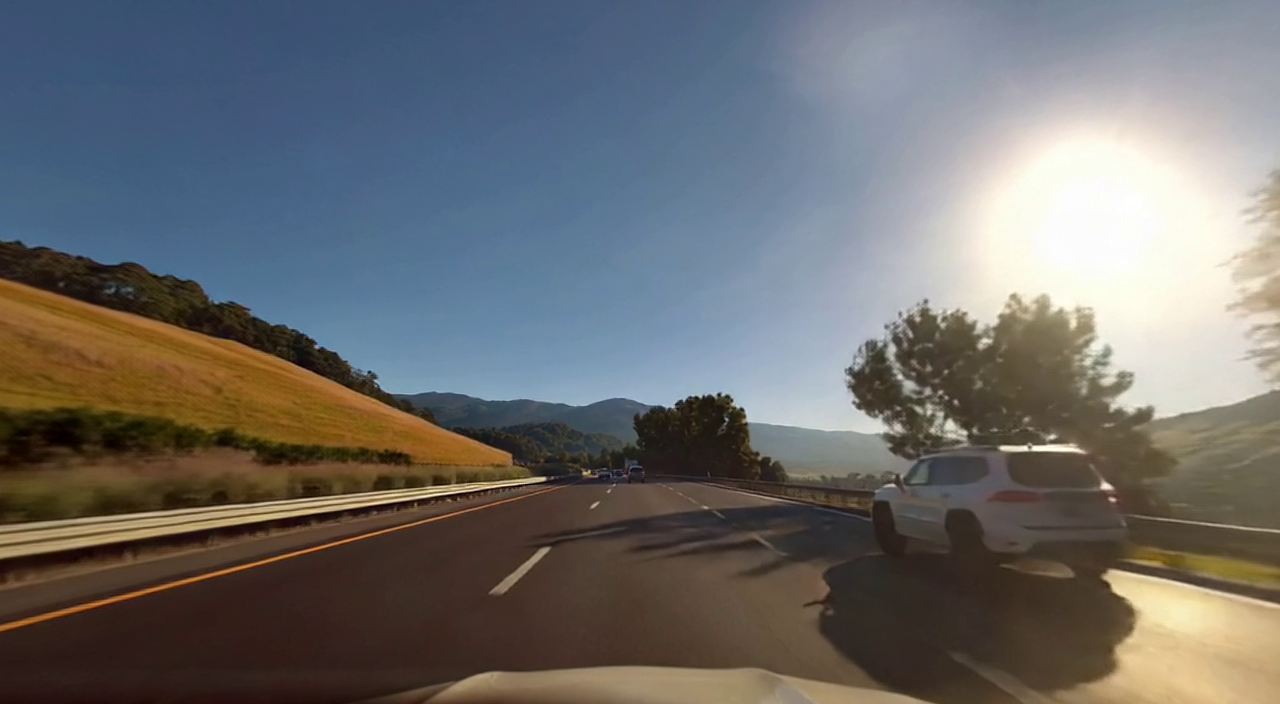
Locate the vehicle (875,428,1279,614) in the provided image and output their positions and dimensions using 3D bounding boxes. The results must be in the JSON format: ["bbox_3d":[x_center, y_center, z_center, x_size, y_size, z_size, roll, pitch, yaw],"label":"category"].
[{"bbox_3d":[5.182,2.069,8.463,2.089,1.770,4.571,1,-11,-3],"label":"vehicle"}]
